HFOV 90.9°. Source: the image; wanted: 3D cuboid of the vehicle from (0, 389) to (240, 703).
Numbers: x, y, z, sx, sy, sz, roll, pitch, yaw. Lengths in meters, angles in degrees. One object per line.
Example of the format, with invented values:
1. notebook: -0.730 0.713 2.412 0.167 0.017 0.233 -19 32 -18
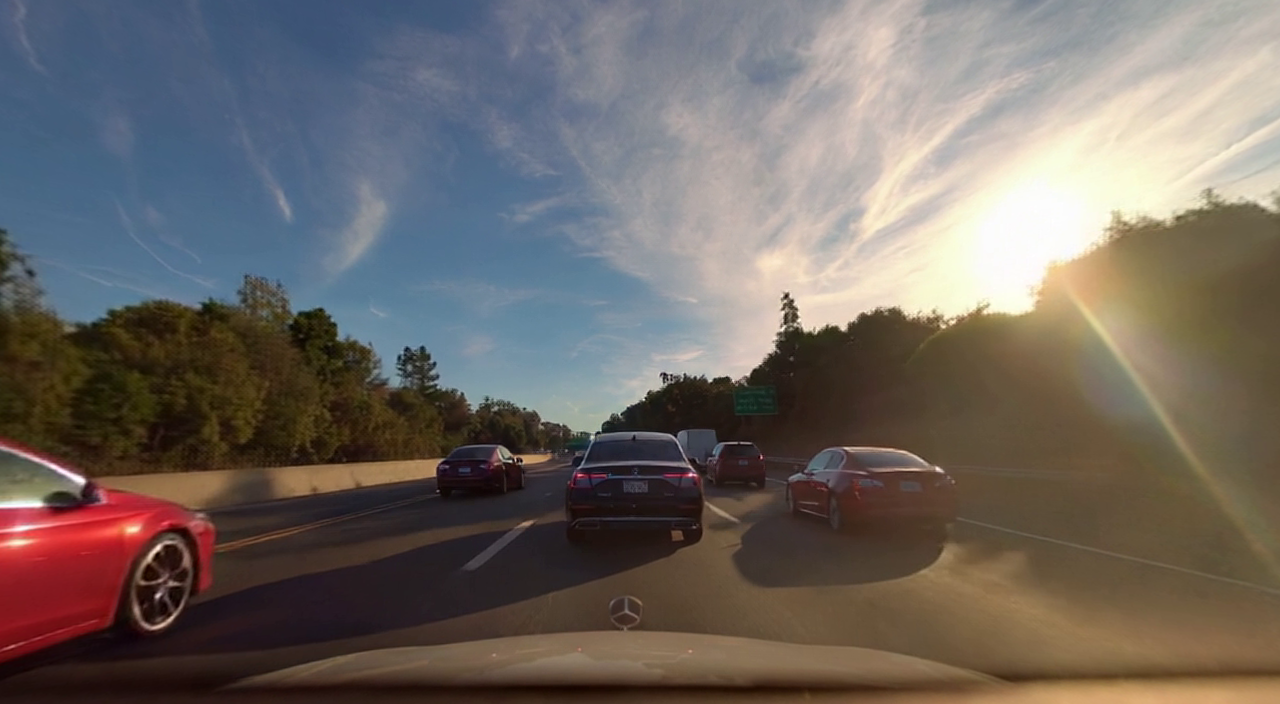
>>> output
1. vehicle: -4.490 1.003 3.103 2.173 1.660 4.373 0 -9 -1

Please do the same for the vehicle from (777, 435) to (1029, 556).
1. vehicle: 3.668 2.085 9.910 1.953 1.434 4.511 0 -9 -1

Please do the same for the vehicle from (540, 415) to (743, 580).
1. vehicle: -0.034 1.807 8.519 2.093 1.695 3.782 0 -9 -2

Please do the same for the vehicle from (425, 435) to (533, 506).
1. vehicle: -4.252 3.193 17.300 1.890 1.708 3.844 0 -9 1
